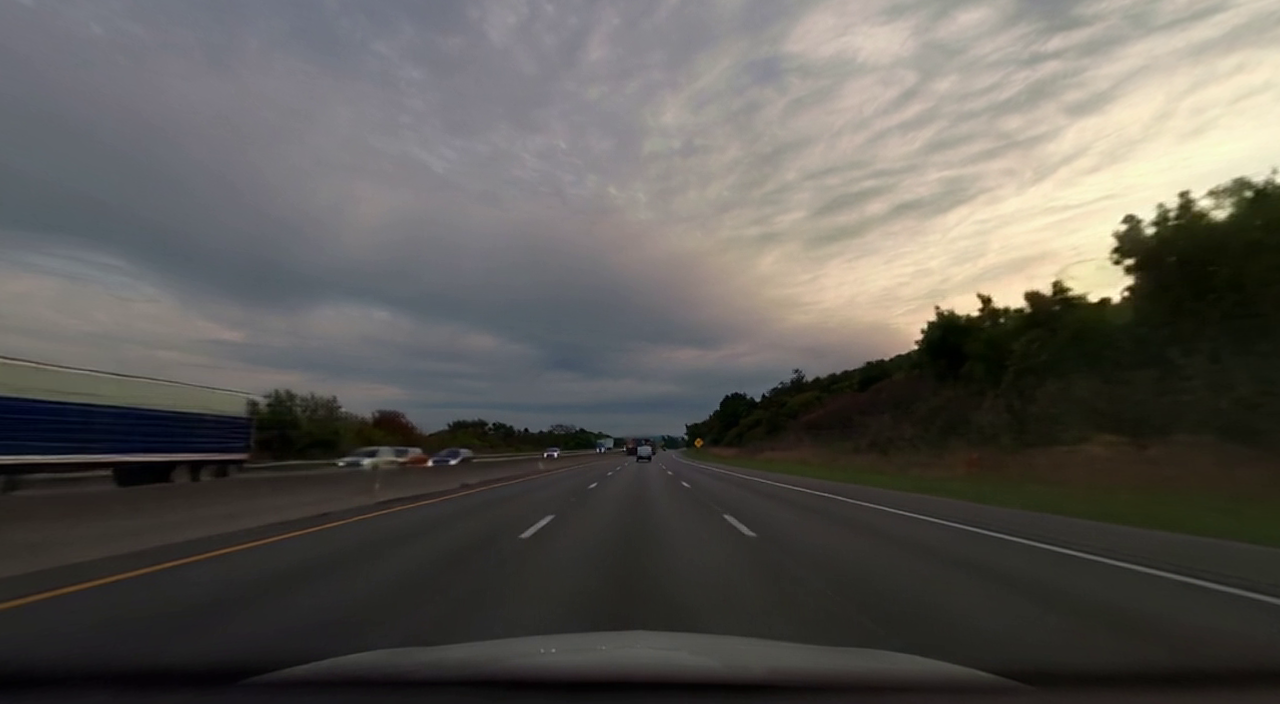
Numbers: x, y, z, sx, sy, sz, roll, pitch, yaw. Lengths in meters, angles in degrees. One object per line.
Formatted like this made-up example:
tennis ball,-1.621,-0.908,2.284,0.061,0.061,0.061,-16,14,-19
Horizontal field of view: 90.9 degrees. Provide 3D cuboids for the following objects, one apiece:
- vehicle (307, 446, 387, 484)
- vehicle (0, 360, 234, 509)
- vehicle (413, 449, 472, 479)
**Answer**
vehicle,-14.964,5.767,32.517,2.002,1.778,4.321,0,-9,0
vehicle,-19.157,2.662,19.867,2.992,4.077,14.417,0,-9,1
vehicle,-11.042,6.263,35.553,1.904,1.544,4.225,0,-9,0
